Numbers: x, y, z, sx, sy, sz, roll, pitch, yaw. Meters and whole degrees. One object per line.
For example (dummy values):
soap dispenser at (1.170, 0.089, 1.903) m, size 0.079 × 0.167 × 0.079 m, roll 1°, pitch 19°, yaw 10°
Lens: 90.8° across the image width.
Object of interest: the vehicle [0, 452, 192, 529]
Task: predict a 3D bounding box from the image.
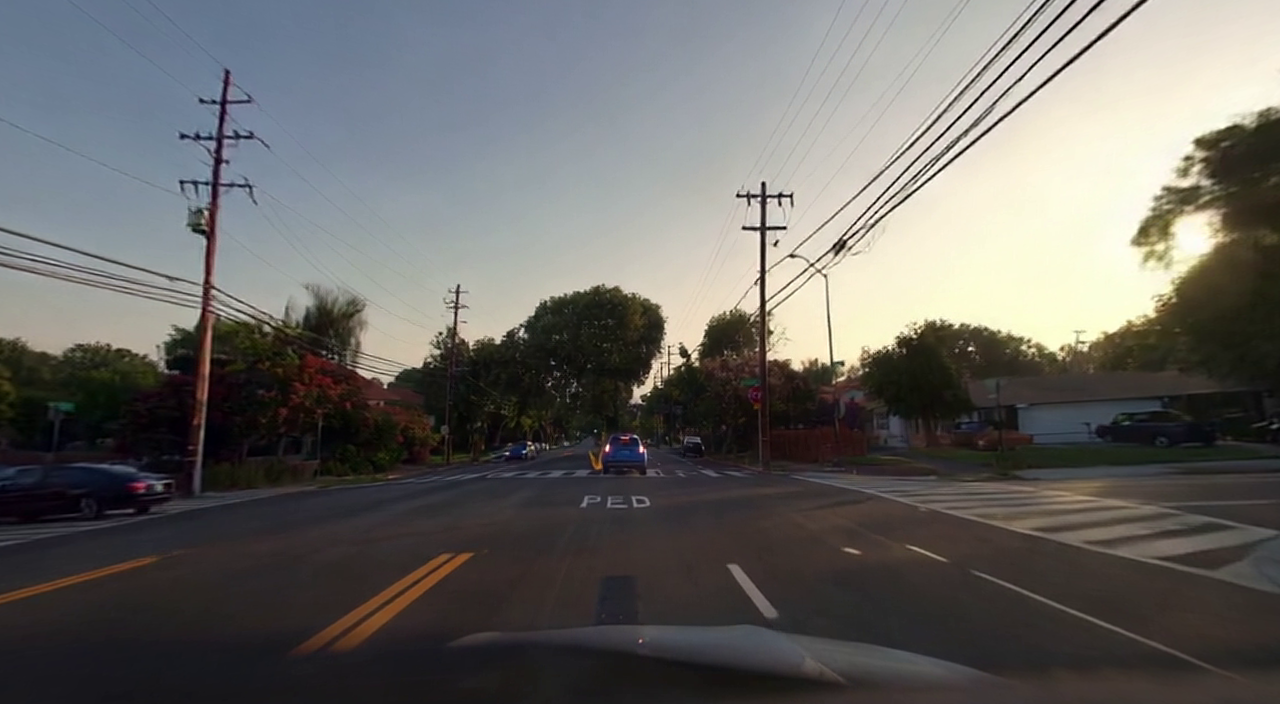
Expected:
vehicle at (-14.117, 3.340, 15.150) m, size 5.190 × 1.502 × 2.085 m, roll -4°, pitch -8°, yaw -1°

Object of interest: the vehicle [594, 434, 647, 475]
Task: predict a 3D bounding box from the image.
vehicle at (-0.704, 3.936, 24.517) m, size 1.877 × 1.448 × 3.830 m, roll 0°, pitch -9°, yaw 0°
